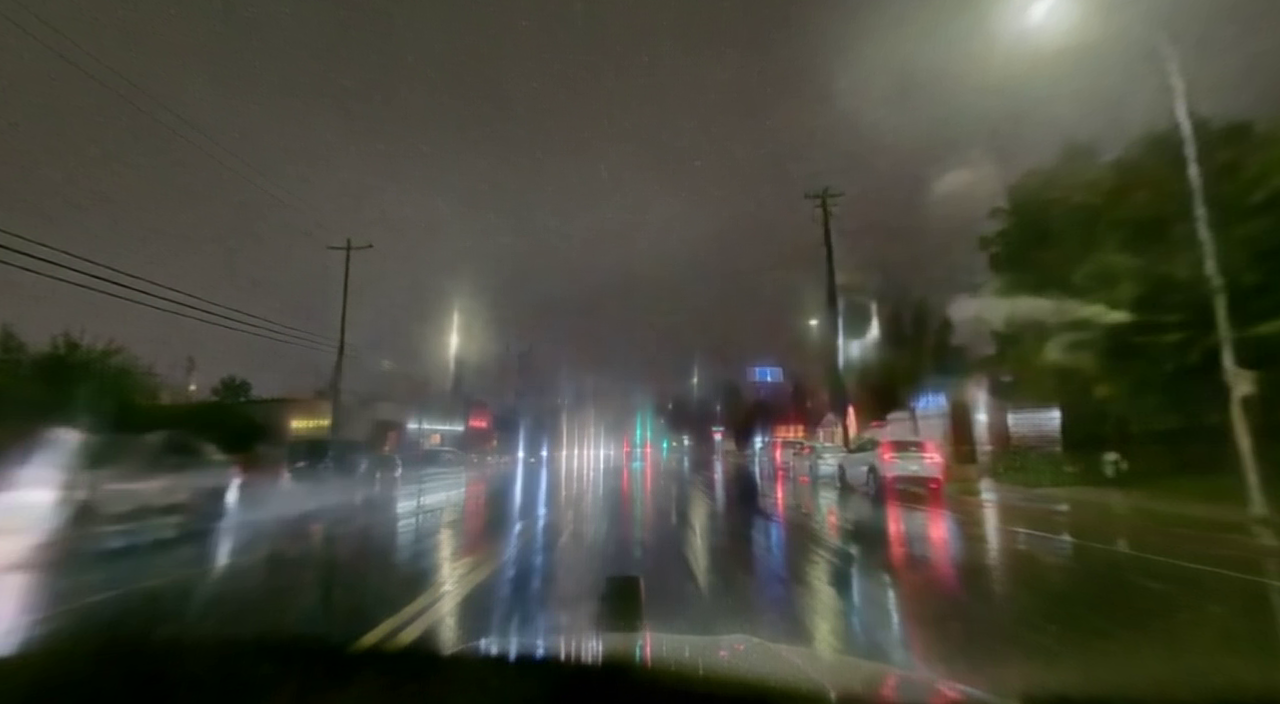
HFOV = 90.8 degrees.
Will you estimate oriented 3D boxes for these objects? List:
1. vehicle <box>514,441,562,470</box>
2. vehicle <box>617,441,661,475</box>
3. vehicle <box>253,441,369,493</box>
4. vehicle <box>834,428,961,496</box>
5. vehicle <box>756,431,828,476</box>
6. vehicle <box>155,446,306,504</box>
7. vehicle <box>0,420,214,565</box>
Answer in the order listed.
[{"bbox_3d":[-6.344,6.518,39.990,2.254,1.732,4.571,0,-8,0],"label":"vehicle"},{"bbox_3d":[-0.074,5.263,31.710,2.067,1.547,4.513,0,-8,0],"label":"vehicle"},{"bbox_3d":[-14.278,4.960,27.939,2.138,1.906,5.692,-3,-8,-1],"label":"vehicle"},{"bbox_3d":[7.901,3.409,19.936,2.026,1.851,4.360,0,-8,-2],"label":"vehicle"},{"bbox_3d":[7.629,5.153,32.348,2.257,2.072,5.376,0,-8,-1],"label":"vehicle"},{"bbox_3d":[-14.207,4.232,22.396,2.041,1.789,5.070,0,-8,-2],"label":"vehicle"},{"bbox_3d":[-9.472,2.111,10.054,2.048,1.890,4.780,0,-8,-1],"label":"vehicle"}]
